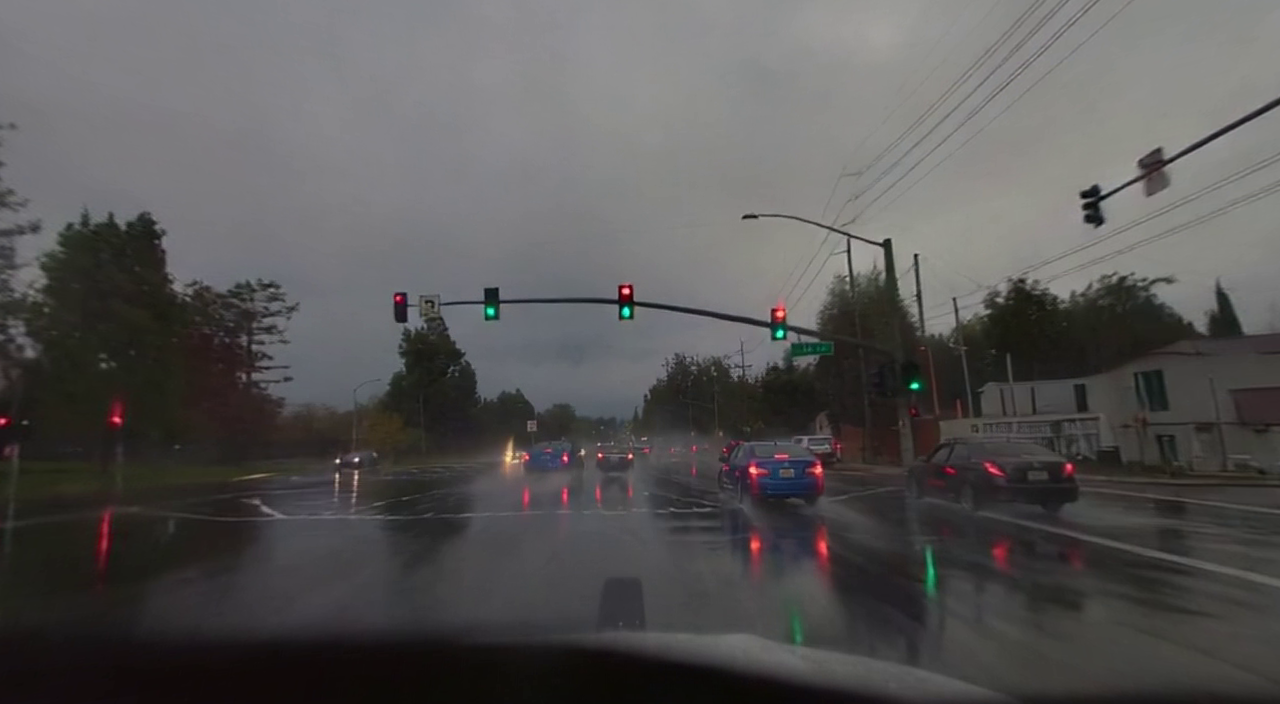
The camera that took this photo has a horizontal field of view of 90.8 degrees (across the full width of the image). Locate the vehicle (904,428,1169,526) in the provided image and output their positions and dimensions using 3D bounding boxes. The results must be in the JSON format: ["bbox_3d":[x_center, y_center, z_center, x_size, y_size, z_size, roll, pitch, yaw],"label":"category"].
[{"bbox_3d":[6.923,2.211,11.785,2.004,1.455,4.417,0,-8,-1],"label":"vehicle"}]

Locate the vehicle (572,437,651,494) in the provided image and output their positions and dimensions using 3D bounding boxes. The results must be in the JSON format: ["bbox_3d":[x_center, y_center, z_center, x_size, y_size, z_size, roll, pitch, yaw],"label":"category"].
[{"bbox_3d":[-0.793,3.309,18.784,2.065,1.464,4.216,0,-8,-1],"label":"vehicle"}]

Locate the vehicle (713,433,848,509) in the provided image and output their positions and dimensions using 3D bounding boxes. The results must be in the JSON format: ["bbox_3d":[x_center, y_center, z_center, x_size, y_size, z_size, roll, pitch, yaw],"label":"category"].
[{"bbox_3d":[3.075,2.715,14.932,2.053,1.490,4.464,0,-8,-1],"label":"vehicle"}]

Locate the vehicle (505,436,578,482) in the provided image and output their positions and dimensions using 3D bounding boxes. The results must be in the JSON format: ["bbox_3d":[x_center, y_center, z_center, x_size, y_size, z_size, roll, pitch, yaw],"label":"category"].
[{"bbox_3d":[-3.672,4.066,24.314,2.073,1.606,4.364,0,-8,0],"label":"vehicle"}]
